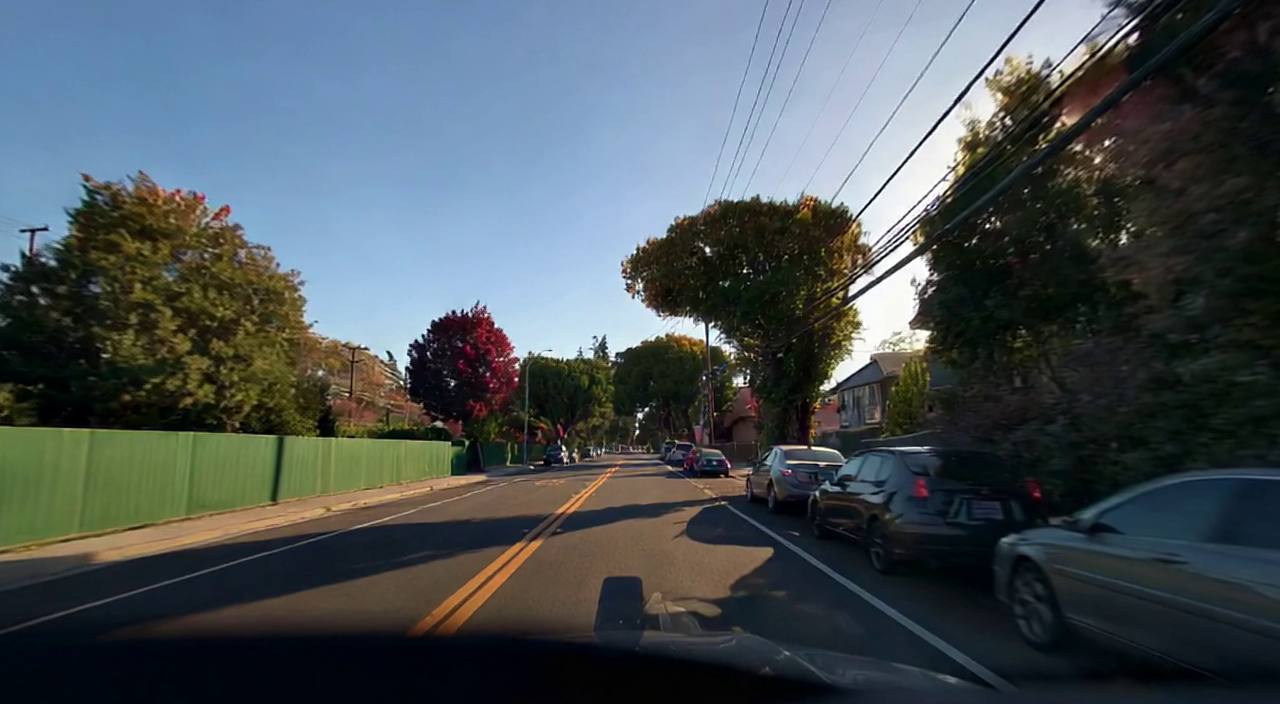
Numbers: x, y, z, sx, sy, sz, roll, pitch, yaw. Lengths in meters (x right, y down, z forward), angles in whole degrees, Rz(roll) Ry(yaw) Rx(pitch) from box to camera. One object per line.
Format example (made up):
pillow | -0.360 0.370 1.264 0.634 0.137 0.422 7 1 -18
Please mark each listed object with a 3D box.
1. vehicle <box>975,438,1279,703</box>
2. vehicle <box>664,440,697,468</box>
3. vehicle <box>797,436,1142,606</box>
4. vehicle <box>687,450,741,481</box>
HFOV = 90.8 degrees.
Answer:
vehicle | 3.568 1.082 2.720 1.921 1.406 4.370 0 -9 1
vehicle | 3.105 7.950 49.233 2.053 2.005 5.495 0 -9 -1
vehicle | 3.411 1.801 7.732 1.812 1.454 4.395 0 -9 0
vehicle | 3.456 5.372 30.240 1.984 1.342 4.066 0 -9 -1
